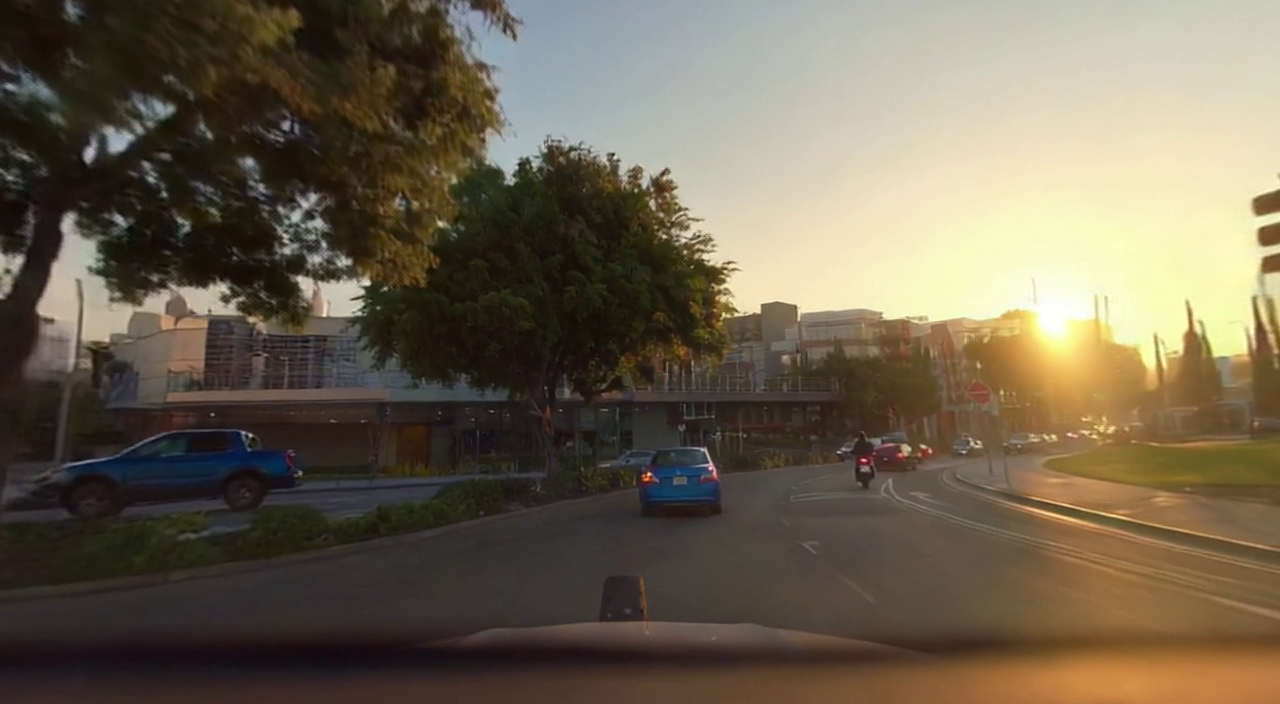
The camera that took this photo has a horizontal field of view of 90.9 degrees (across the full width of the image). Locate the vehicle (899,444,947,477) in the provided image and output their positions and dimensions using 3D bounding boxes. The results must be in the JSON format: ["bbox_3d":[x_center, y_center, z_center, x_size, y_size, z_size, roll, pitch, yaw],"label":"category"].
[{"bbox_3d":[14.653,5.584,32.530,1.822,1.555,3.574,-5,-11,28],"label":"vehicle"}]

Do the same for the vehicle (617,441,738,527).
[{"bbox_3d":[0.848,2.644,13.060,2.118,1.480,3.949,-1,-9,6],"label":"vehicle"}]

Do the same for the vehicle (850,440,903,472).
[{"bbox_3d":[14.277,6.264,37.904,2.212,1.790,4.768,-5,-11,28],"label":"vehicle"}]

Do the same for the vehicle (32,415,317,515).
[{"bbox_3d":[-15.202,3.755,21.322,2.287,2.780,7.166,-7,-11,34],"label":"vehicle"}]
